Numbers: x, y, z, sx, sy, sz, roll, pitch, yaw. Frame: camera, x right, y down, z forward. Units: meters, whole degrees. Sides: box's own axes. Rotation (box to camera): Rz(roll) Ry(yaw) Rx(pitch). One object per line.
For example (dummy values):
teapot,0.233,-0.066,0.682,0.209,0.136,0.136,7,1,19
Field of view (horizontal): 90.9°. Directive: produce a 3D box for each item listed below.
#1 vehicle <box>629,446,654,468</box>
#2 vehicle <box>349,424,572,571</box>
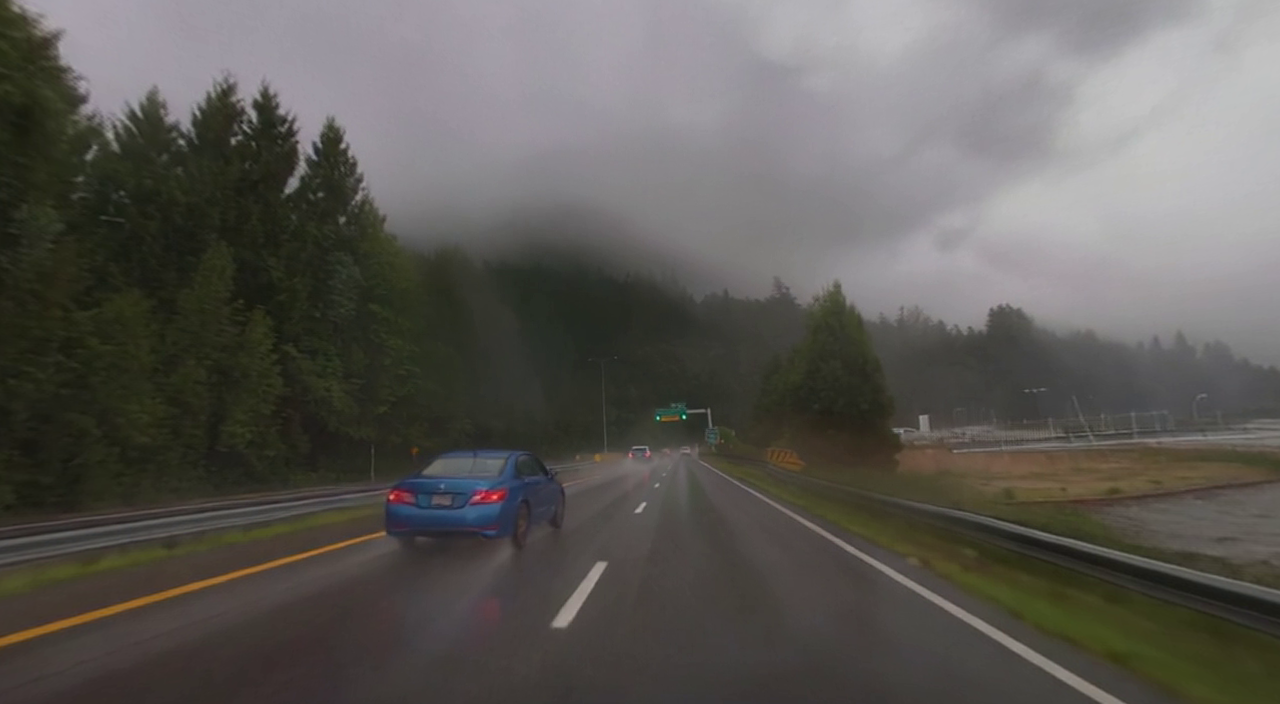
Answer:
vehicle,0.128,7.635,45.929,1.675,1.537,3.574,-1,-9,3
vehicle,-2.150,1.856,8.672,1.846,1.566,3.525,-1,-9,3
